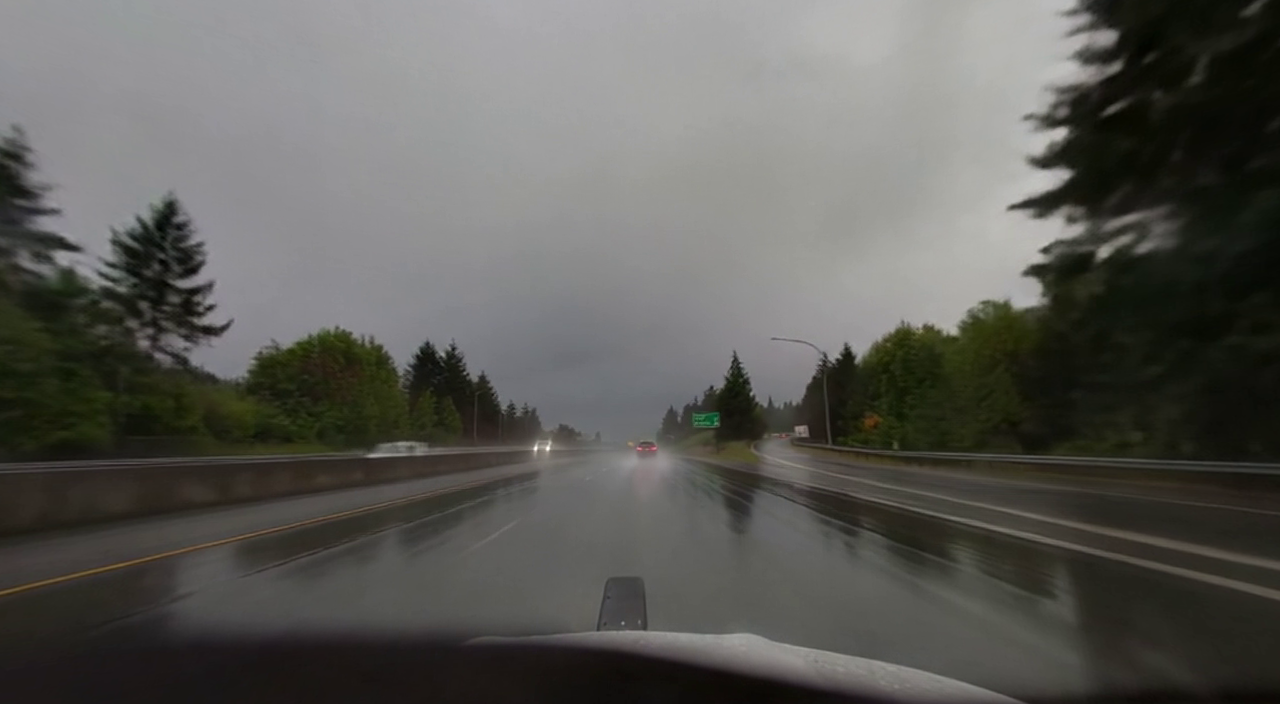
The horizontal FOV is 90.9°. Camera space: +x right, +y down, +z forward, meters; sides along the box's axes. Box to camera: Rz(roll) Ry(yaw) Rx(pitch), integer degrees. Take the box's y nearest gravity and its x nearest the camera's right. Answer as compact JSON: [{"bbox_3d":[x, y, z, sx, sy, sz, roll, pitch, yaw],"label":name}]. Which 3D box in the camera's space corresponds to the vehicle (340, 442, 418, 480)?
[{"bbox_3d":[-12.258,5.114,29.901,1.911,1.637,4.205,0,-9,0],"label":"vehicle"}]

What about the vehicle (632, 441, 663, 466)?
[{"bbox_3d":[0.516,7.165,44.639,2.087,1.682,4.388,0,-9,0],"label":"vehicle"}]
